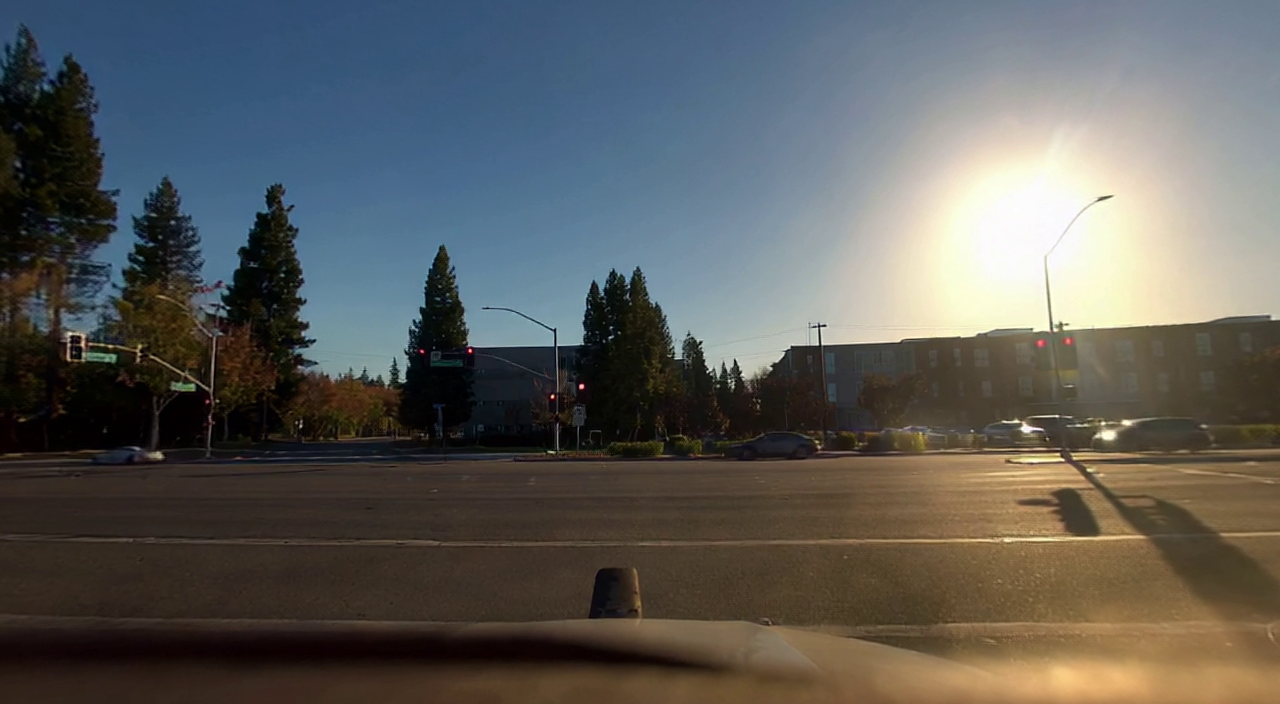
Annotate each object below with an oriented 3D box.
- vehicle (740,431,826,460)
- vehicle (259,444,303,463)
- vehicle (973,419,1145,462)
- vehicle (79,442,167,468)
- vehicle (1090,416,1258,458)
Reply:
[{"bbox_3d":[7.847,5.165,34.970,4.488,1.536,1.849,-2,-9,11],"label":"vehicle"},{"bbox_3d":[-28.076,7.923,49.557,2.235,1.417,4.272,3,-9,-19],"label":"vehicle"},{"bbox_3d":[15.021,3.220,22.948,4.749,1.461,1.892,-1,-9,9],"label":"vehicle"},{"bbox_3d":[-31.541,6.282,38.584,4.020,1.517,1.855,-2,-9,10],"label":"vehicle"},{"bbox_3d":[21.381,3.447,25.528,4.677,1.593,2.029,-2,-9,11],"label":"vehicle"}]
